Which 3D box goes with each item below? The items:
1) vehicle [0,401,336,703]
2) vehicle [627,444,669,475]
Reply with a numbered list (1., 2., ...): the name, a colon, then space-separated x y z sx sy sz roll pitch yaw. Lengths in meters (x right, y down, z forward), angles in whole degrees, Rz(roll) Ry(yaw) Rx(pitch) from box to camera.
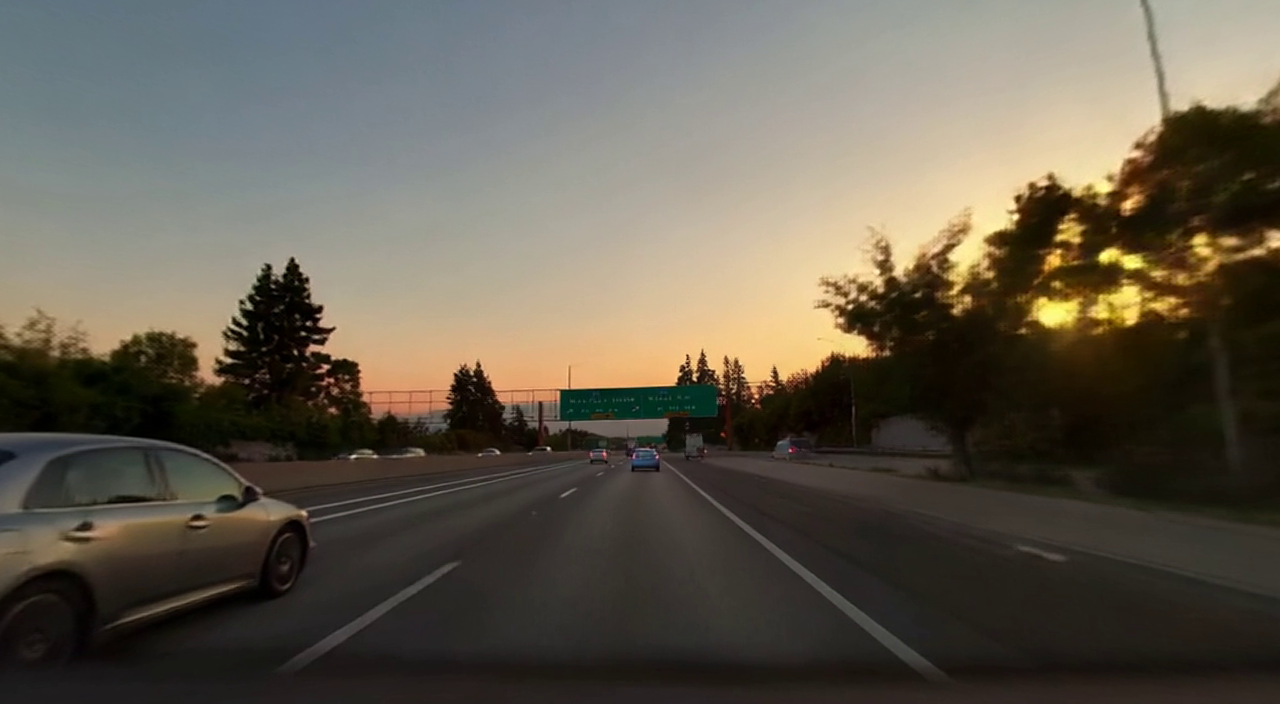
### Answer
1. vehicle: -3.814 1.088 3.567 2.062 1.474 4.151 0 -9 1
2. vehicle: 0.388 5.365 31.665 2.002 1.449 3.612 0 -9 0
